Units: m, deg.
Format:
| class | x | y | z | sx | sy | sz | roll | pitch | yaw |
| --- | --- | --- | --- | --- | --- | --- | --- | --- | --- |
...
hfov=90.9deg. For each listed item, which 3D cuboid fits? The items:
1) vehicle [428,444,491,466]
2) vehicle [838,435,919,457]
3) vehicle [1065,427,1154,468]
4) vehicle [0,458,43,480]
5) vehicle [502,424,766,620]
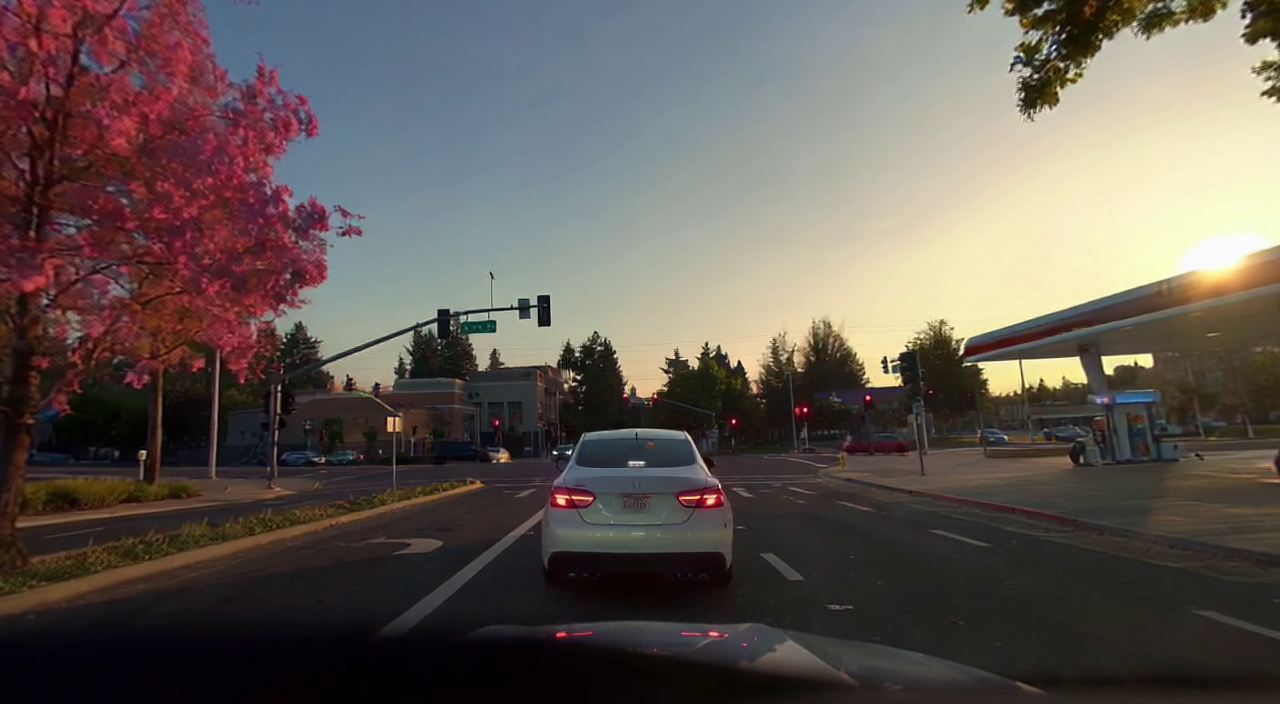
| class | x | y | z | sx | sy | sz | roll | pitch | yaw |
| --- | --- | --- | --- | --- | --- | --- | --- | --- | --- |
| vehicle | -13.097 | 7.461 | 45.838 | 3.975 | 1.563 | 1.755 | -1 | -8 | 5 |
| vehicle | 16.483 | 6.537 | 43.690 | 4.813 | 1.455 | 1.889 | -1 | -8 | 3 |
| vehicle | 18.599 | 3.755 | 24.884 | 4.091 | 1.495 | 2.053 | 8 | -12 | -44 |
| vehicle | -44.862 | 8.176 | 44.163 | 4.380 | 1.409 | 1.841 | -1 | -8 | 5 |
| vehicle | -0.043 | 1.600 | 6.908 | 2.010 | 1.482 | 4.057 | 0 | -8 | 0 |
